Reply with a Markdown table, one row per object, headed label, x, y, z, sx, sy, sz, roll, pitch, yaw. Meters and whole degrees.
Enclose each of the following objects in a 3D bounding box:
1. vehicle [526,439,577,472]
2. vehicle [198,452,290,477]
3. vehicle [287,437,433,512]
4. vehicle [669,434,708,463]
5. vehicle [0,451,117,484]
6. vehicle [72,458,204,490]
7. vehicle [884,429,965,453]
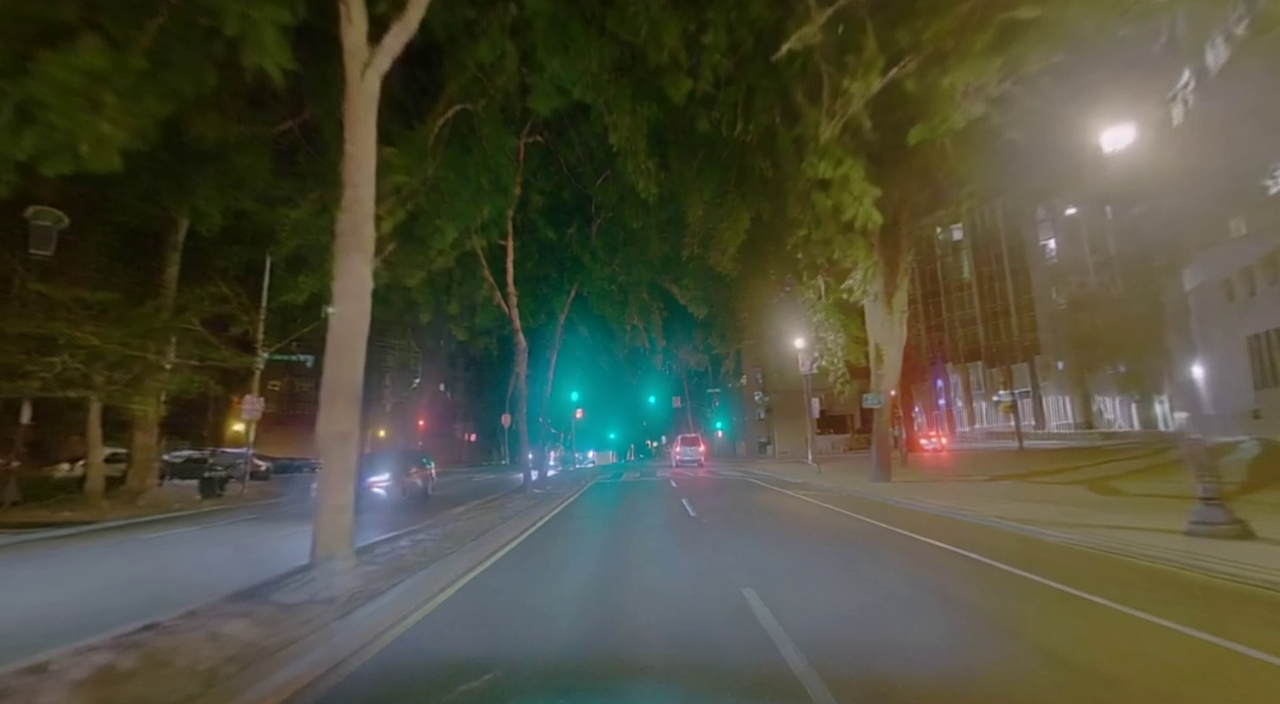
| label | x | y | z | sx | sy | sz | roll | pitch | yaw |
| --- | --- | --- | --- | --- | --- | --- | --- | --- | --- |
| vehicle | -4.652 | 5.531 | 33.842 | 1.991 | 1.614 | 4.718 | 0 | -8 | 1 |
| vehicle | -24.569 | 6.982 | 39.220 | 4.359 | 1.457 | 2.043 | 0 | -8 | 2 |
| vehicle | -7.575 | 3.328 | 17.660 | 1.962 | 1.807 | 4.541 | 0 | -8 | 1 |
| vehicle | 3.048 | 6.192 | 40.503 | 2.129 | 1.719 | 4.205 | 0 | -8 | -1 |
| vehicle | -33.175 | 6.554 | 35.958 | 4.673 | 1.771 | 2.118 | 0 | -9 | 1 |
| vehicle | -24.868 | 6.040 | 31.332 | 4.815 | 1.469 | 2.056 | 0 | -8 | 1 |
| vehicle | 18.973 | 5.975 | 42.193 | 4.459 | 1.525 | 1.956 | 0 | -8 | 0 |
